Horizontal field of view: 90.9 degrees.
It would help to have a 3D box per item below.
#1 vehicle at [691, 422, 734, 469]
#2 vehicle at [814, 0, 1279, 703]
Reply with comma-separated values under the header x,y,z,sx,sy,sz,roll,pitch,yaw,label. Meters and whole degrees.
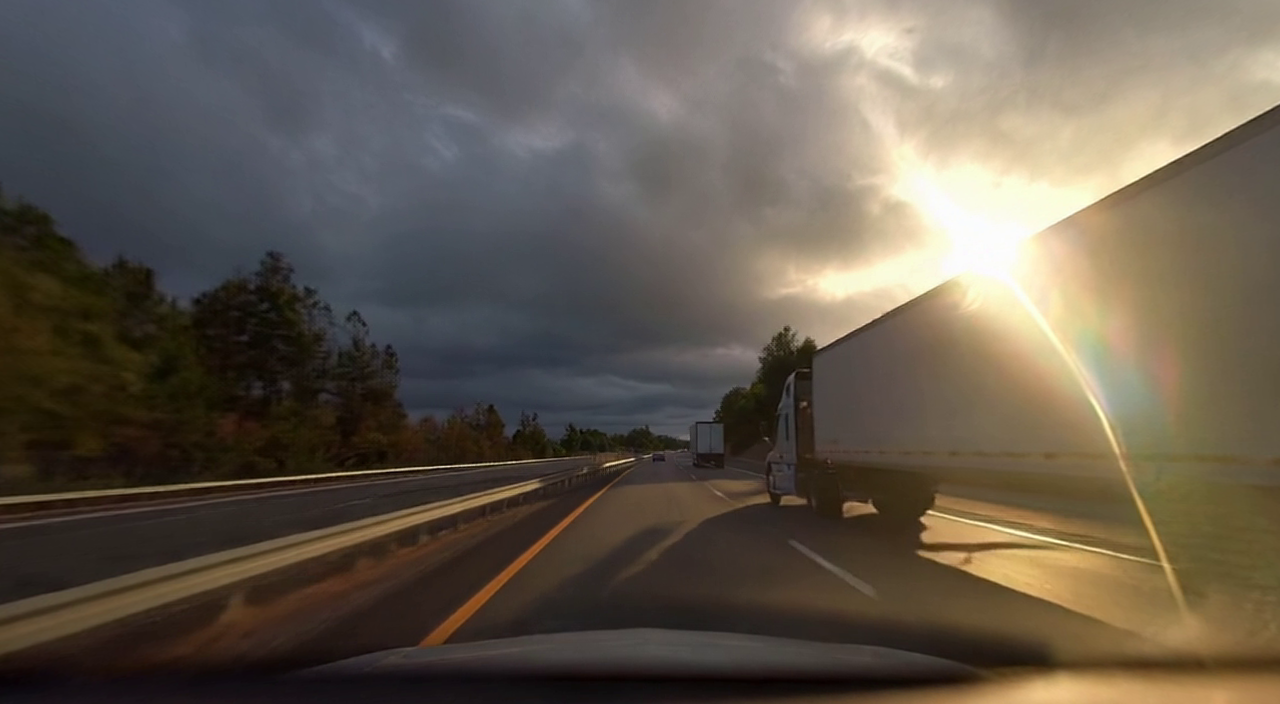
x,y,z,sx,sy,sz,roll,pitch,yaw,label
5.494,7.295,48.948,2.682,3.349,7.138,0,-9,2,vehicle
4.309,0.228,4.205,2.866,3.558,11.674,0,-9,-1,vehicle
